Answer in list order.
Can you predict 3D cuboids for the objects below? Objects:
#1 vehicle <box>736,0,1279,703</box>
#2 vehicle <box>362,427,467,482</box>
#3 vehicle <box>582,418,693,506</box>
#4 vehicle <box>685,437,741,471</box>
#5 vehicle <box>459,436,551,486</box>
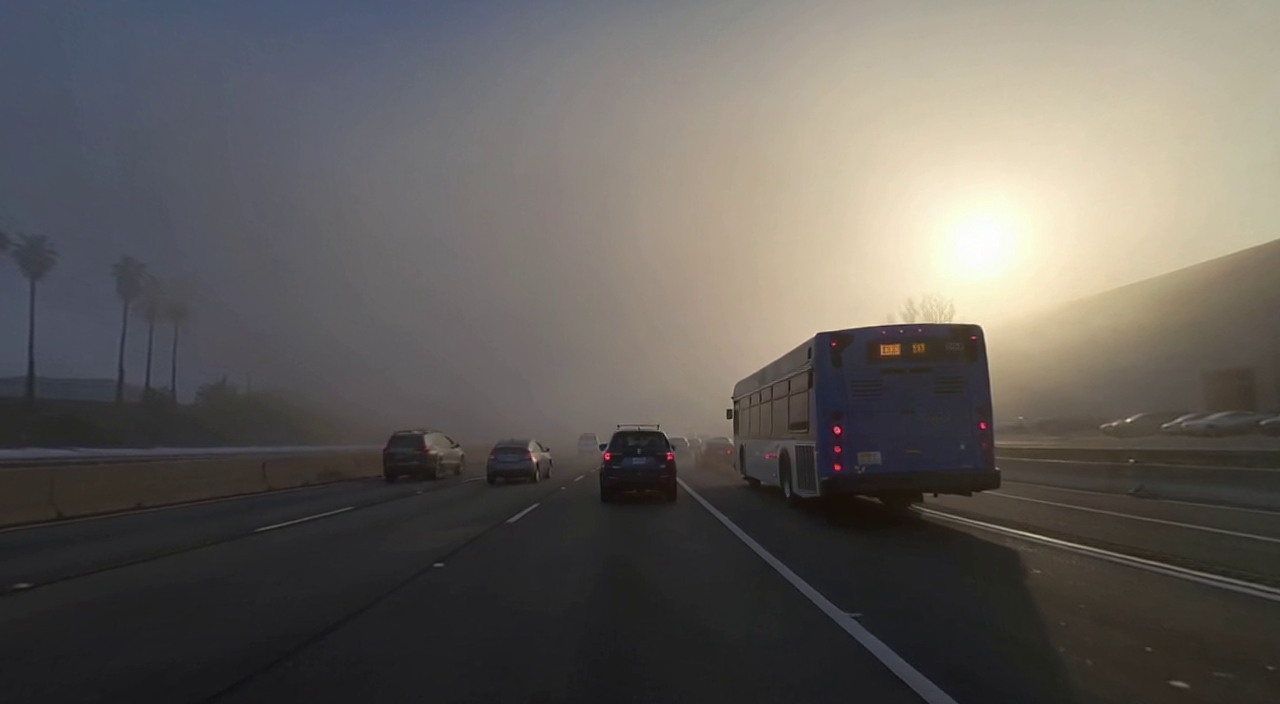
[{"bbox_3d":[3.956,0.719,8.891,3.020,3.622,14.302,0,-9,0],"label":"vehicle"},{"bbox_3d":[-8.038,3.705,23.027,2.066,1.779,4.706,0,-9,0],"label":"vehicle"},{"bbox_3d":[-0.007,2.594,15.168,2.268,1.796,4.280,0,-9,1],"label":"vehicle"},{"bbox_3d":[3.411,4.909,30.464,2.039,1.516,4.521,0,-9,-2],"label":"vehicle"},{"bbox_3d":[-4.479,3.710,21.736,2.040,1.536,4.680,0,-9,1],"label":"vehicle"}]
